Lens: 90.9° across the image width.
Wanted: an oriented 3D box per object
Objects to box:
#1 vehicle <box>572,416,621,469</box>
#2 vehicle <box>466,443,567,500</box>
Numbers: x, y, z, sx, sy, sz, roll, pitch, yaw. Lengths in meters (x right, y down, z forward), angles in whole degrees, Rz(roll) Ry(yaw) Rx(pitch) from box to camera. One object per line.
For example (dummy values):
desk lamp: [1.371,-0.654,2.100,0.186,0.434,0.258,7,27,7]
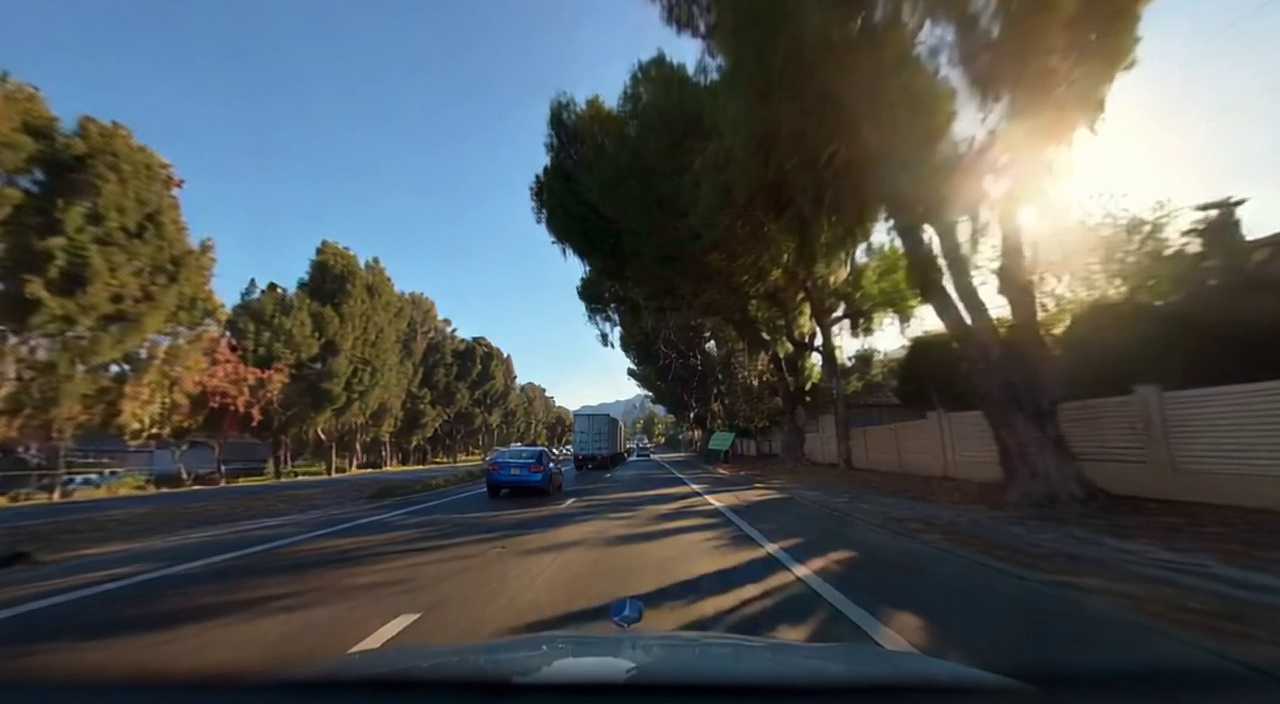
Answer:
vehicle: [-2.901,6.376,44.263,2.746,3.276,8.572,0,-9,1]
vehicle: [-3.474,3.459,18.643,2.005,1.462,4.345,0,-9,2]
